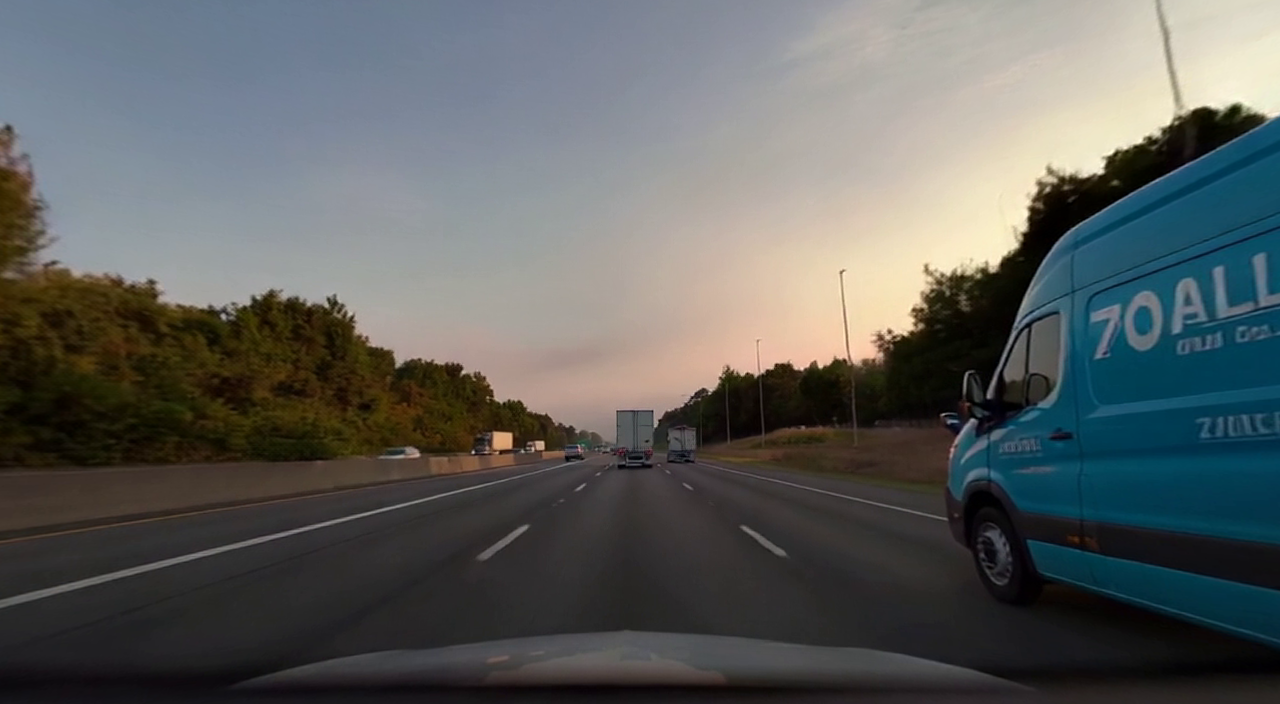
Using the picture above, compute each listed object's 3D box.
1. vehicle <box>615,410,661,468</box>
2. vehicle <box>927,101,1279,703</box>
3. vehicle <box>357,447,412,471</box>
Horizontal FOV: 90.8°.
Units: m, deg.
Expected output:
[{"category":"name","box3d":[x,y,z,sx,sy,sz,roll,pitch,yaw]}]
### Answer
[{"category":"vehicle","box3d":[-0.174,6.918,49.722,3.201,4.019,10.918,0,-9,0]},{"category":"vehicle","box3d":[3.718,0.327,2.303,2.338,2.690,6.025,0,-9,-1]},{"category":"vehicle","box3d":[-17.433,7.317,43.330,1.951,1.480,4.302,0,-9,0]}]
